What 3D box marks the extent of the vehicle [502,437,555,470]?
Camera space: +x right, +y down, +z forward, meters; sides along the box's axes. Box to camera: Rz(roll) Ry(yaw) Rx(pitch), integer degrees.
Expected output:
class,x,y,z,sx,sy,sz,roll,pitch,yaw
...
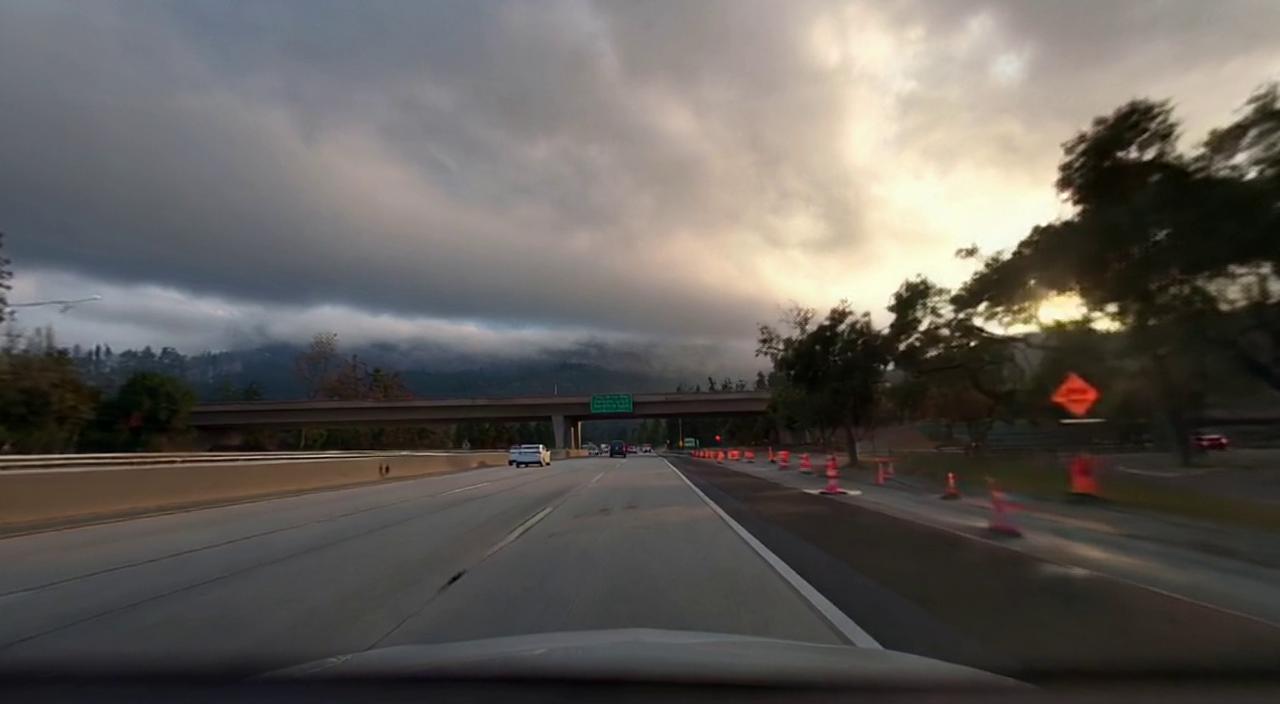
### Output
class,x,y,z,sx,sy,sz,roll,pitch,yaw
vehicle,-6.467,5.956,37.032,2.103,1.775,4.966,0,-9,1
